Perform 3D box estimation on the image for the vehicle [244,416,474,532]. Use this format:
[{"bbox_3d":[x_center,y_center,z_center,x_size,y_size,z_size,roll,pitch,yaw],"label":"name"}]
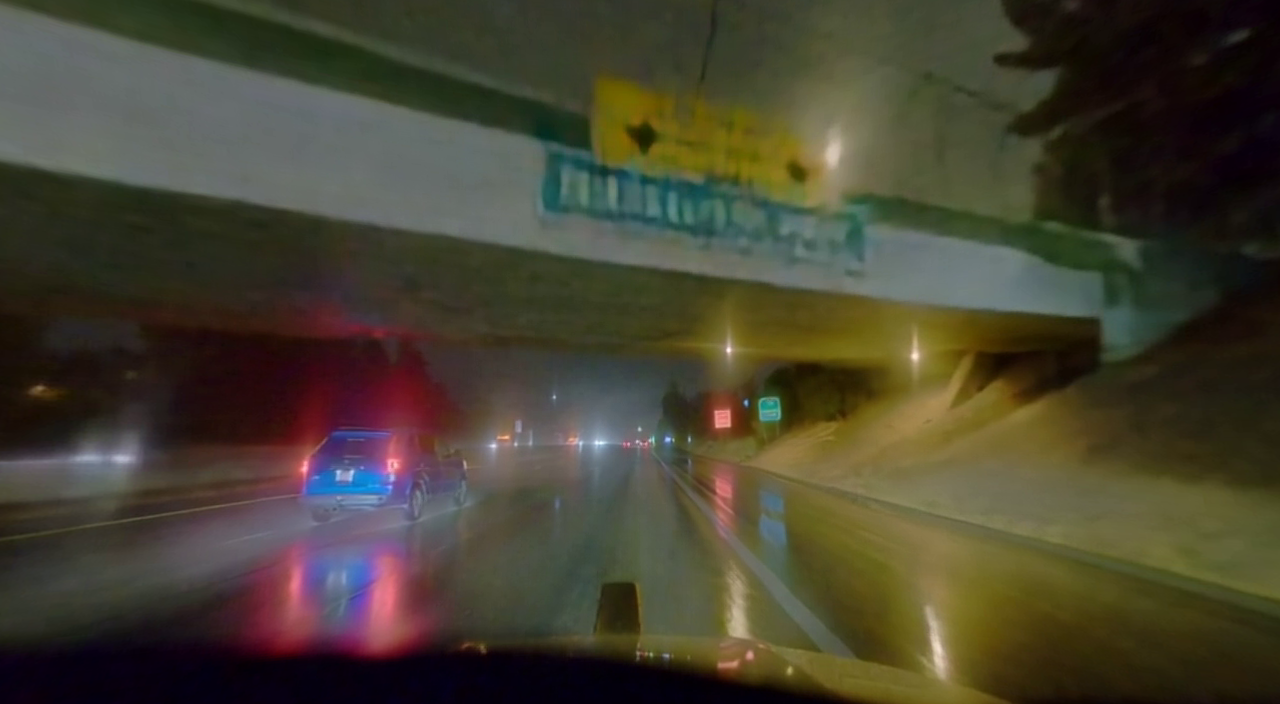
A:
[{"bbox_3d":[-4.691,2.093,11.390,2.125,1.662,4.336,0,-8,0],"label":"vehicle"}]
